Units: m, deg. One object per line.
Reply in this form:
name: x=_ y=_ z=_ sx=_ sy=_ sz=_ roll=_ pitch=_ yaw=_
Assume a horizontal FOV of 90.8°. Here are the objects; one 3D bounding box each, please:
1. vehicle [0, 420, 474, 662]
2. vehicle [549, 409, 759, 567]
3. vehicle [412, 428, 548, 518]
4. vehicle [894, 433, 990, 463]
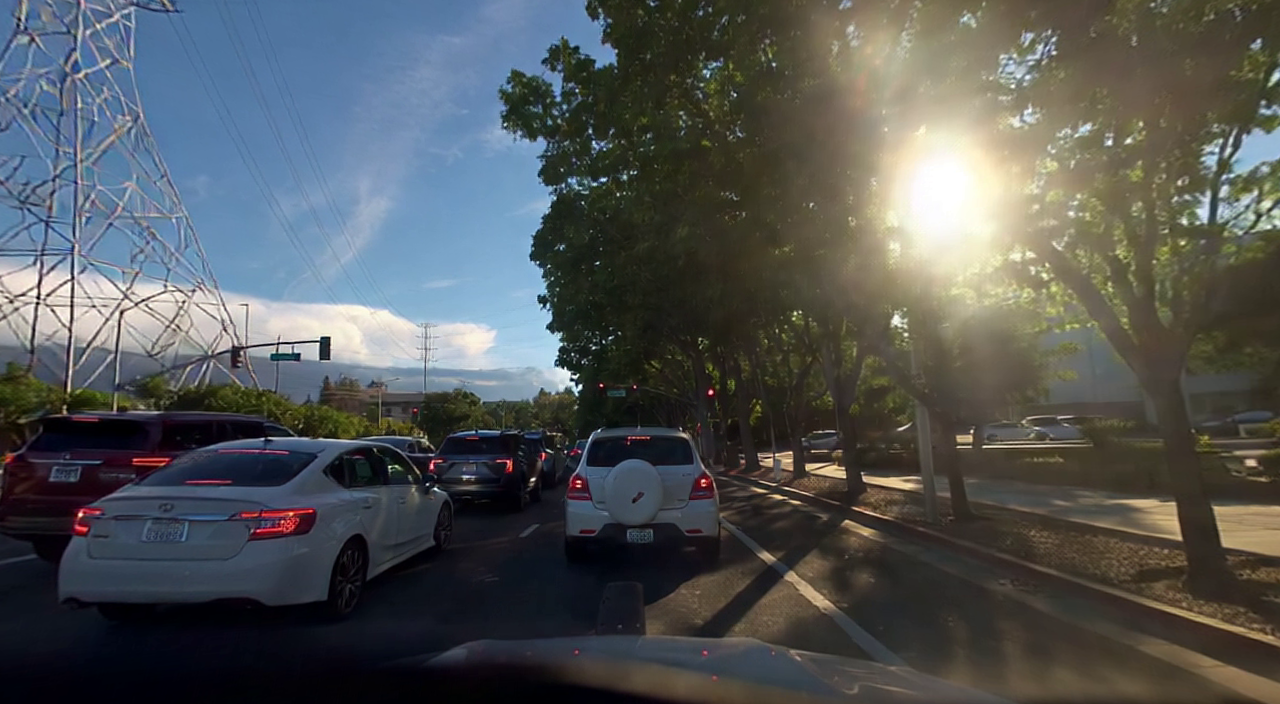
vehicle: x=-3.166 y=1.493 z=6.189 sx=1.973 sy=1.469 sz=4.448 roll=0 pitch=-8 yaw=-1
vehicle: x=0.086 y=1.759 z=8.922 sx=2.239 sy=1.661 sz=4.224 roll=0 pitch=-8 yaw=-2
vehicle: x=-3.252 y=2.523 z=13.661 sx=1.997 sy=1.636 sz=3.760 roll=0 pitch=-8 yaw=-1
vehicle: x=15.092 y=4.807 z=31.696 sx=3.858 sy=1.437 sz=1.899 roll=0 pitch=-8 yaw=-4
